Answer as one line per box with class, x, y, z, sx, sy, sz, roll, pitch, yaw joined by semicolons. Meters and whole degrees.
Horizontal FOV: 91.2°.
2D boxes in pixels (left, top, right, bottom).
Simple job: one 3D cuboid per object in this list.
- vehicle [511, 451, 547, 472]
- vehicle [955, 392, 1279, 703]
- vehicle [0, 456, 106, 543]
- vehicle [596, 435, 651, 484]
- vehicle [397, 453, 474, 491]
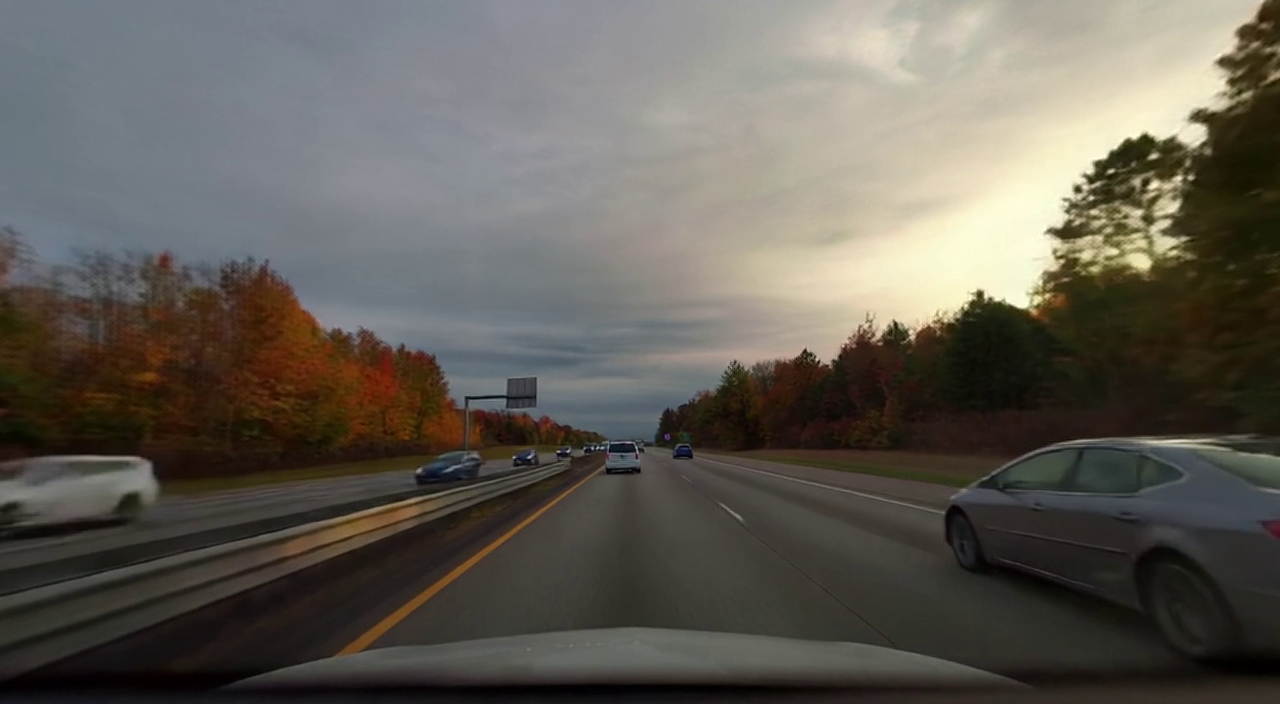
vehicle;-8.504;8.360;48.252;1.950;1.479;4.517;-1;-9;0
vehicle;3.952;1.055;3.715;1.843;1.505;4.339;0;-9;-1
vehicle;-13.117;2.860;12.101;1.914;1.600;4.188;0;-9;0
vehicle;-0.597;4.110;24.272;1.937;1.699;3.936;0;-9;0
vehicle;-9.046;5.316;28.137;1.960;1.514;4.307;0;-9;0
